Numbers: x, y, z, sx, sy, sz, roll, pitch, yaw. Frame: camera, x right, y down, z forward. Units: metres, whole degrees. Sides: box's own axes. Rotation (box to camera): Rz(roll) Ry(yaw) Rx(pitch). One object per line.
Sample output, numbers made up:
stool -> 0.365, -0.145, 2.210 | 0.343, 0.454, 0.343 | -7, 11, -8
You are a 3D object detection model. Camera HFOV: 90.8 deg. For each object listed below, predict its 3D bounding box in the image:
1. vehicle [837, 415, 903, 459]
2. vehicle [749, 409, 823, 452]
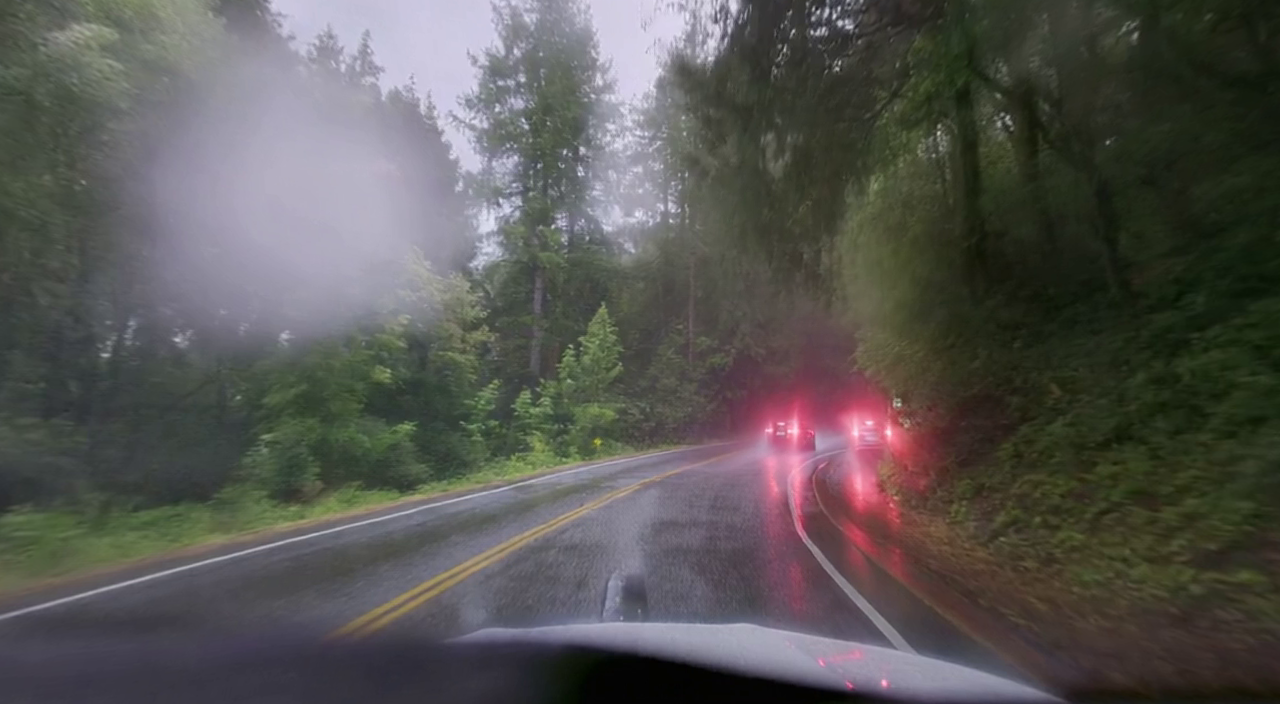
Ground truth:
vehicle -> 10.314, 3.805, 28.131 | 2.172, 1.773, 4.601 | -5, -9, 26
vehicle -> 7.569, 3.976, 32.223 | 2.469, 1.953, 5.605 | -4, -7, 25
